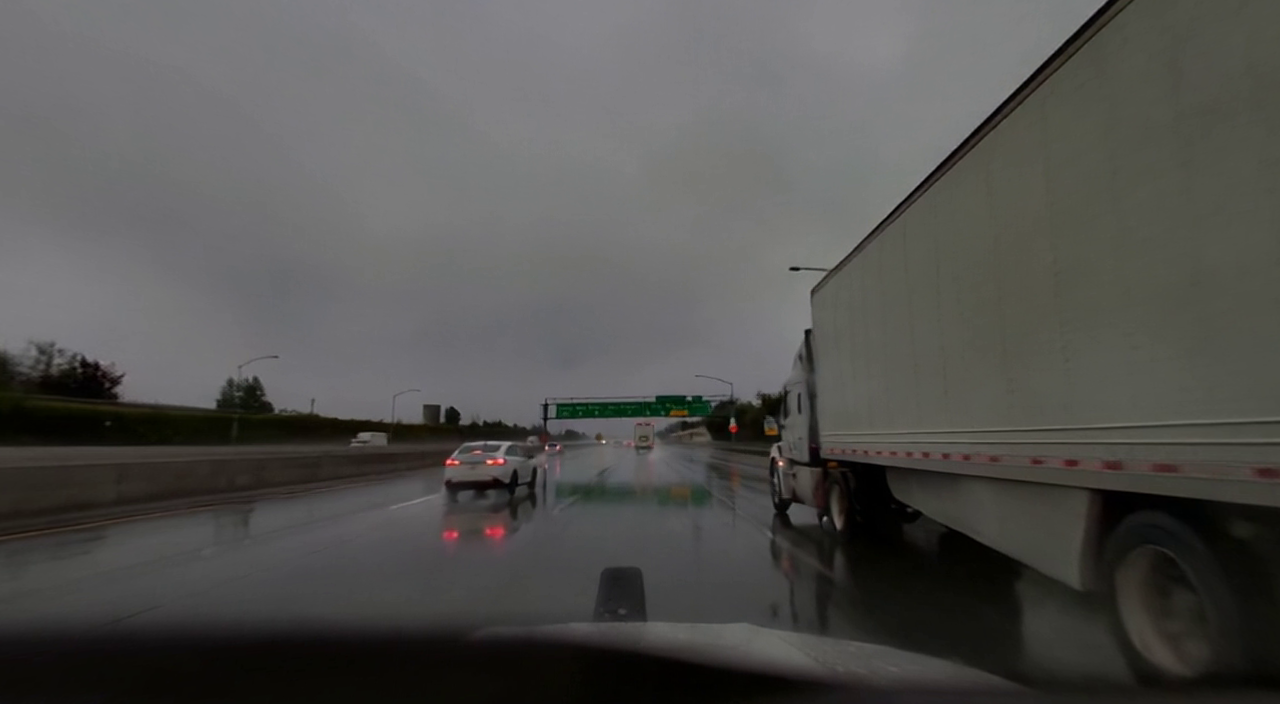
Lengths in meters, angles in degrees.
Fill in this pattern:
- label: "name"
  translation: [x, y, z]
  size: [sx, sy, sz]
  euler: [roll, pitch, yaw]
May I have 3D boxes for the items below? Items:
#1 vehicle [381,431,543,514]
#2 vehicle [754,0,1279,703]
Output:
- label: "vehicle"
  translation: [-3.697, 2.617, 14.211]
  size: [2.143, 1.529, 4.918]
  euler: [0, -8, 1]
- label: "vehicle"
  translation: [3.754, 0.601, 6.670]
  size: [3.049, 3.395, 10.595]
  euler: [0, -9, 0]
